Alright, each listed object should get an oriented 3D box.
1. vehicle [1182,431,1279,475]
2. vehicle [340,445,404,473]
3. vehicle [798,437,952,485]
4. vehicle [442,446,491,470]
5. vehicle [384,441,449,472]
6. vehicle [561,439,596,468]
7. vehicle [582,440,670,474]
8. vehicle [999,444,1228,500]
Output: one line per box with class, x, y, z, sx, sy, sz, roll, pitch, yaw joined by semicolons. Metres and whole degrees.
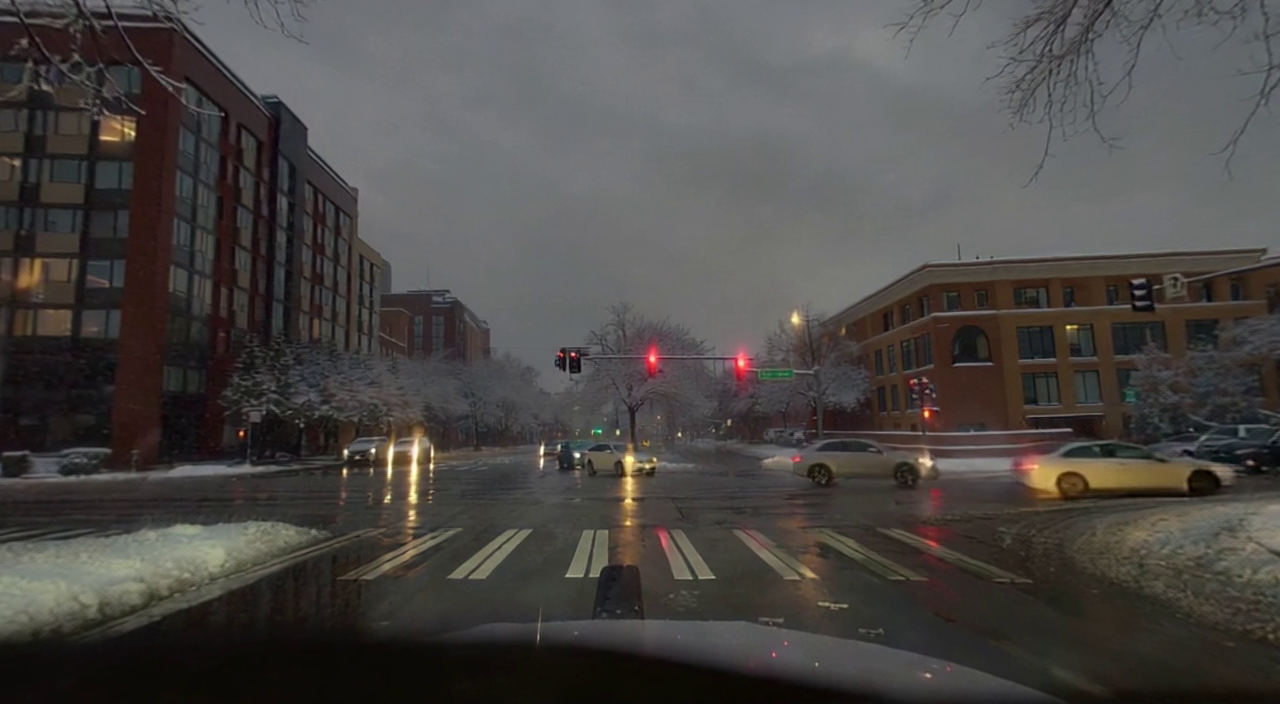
vehicle;22.314;3.561;22.367;4.474;1.477;1.908;0;-9;-2
vehicle;-18.568;7.406;44.055;2.237;1.842;5.116;0;-9;0
vehicle;7.981;3.683;21.586;4.637;1.461;2.109;-4;-9;24
vehicle;-11.659;7.142;42.800;2.003;1.476;4.297;-1;-9;2
vehicle;-15.153;7.113;43.177;2.340;1.946;5.450;-1;-9;1
vehicle;-3.811;6.135;38.419;1.950;1.629;4.385;1;-9;-7
vehicle;-0.779;4.949;29.897;2.115;1.445;4.864;4;-10;-29
vehicle;11.646;2.967;15.807;4.093;1.288;1.910;-1;-9;4
